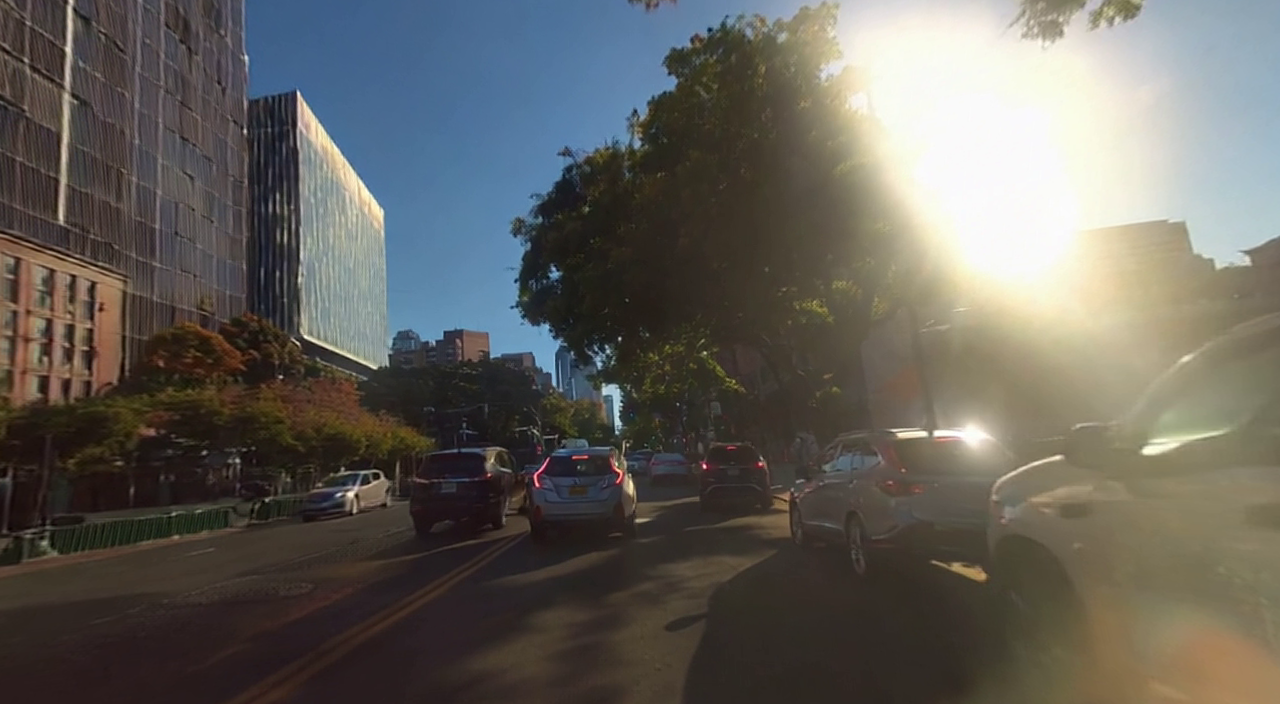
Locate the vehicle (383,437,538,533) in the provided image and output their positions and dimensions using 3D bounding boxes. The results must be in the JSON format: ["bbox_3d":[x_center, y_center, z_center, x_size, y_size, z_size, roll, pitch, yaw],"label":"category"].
[{"bbox_3d":[-3.850,2.913,14.539,2.000,1.818,4.668,-1,-9,3],"label":"vehicle"}]

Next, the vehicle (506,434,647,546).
[{"bbox_3d":[-0.942,2.391,11.575,2.076,1.667,3.948,-1,-9,1],"label":"vehicle"}]

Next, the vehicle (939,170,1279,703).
[{"bbox_3d":[2.955,0.410,1.093,2.225,2.070,5.264,0,-9,0],"label":"vehicle"}]

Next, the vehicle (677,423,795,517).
[{"bbox_3d":[2.592,2.879,15.962,2.352,1.953,4.798,-3,-9,15],"label":"vehicle"}]

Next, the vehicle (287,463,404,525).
[{"bbox_3d":[-9.500,4.574,20.796,1.990,1.673,3.947,0,-8,-1],"label":"vehicle"}]
